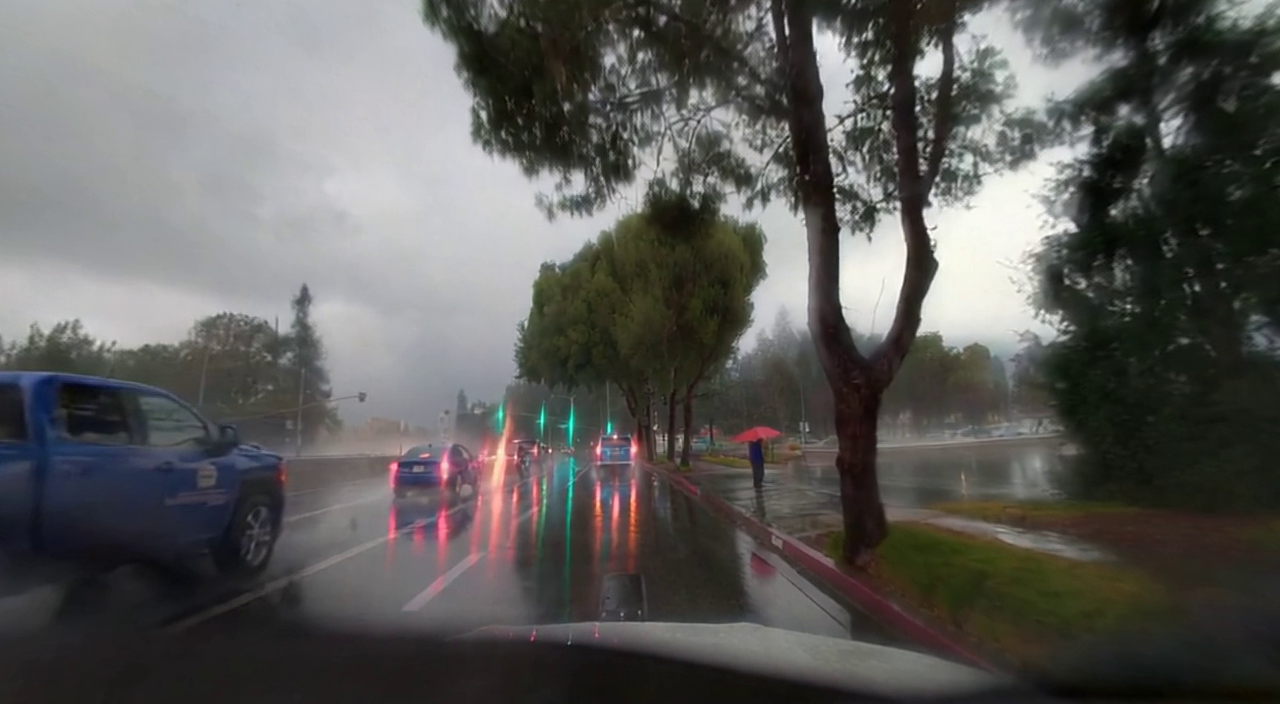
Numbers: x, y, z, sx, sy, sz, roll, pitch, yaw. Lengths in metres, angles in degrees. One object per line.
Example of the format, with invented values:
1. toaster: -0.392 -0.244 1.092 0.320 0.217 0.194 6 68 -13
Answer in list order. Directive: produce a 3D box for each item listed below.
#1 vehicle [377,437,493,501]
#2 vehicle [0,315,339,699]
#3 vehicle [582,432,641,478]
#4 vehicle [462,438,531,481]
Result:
1. vehicle: -5.758 3.327 18.353 2.069 1.616 4.108 0 -9 -2
2. vehicle: -4.972 0.960 4.165 2.860 2.090 6.593 0 -9 -1
3. vehicle: -1.265 4.433 27.429 2.368 1.829 4.293 0 -9 -3
4. vehicle: -6.058 4.592 27.217 2.010 1.674 4.484 0 -9 -1
